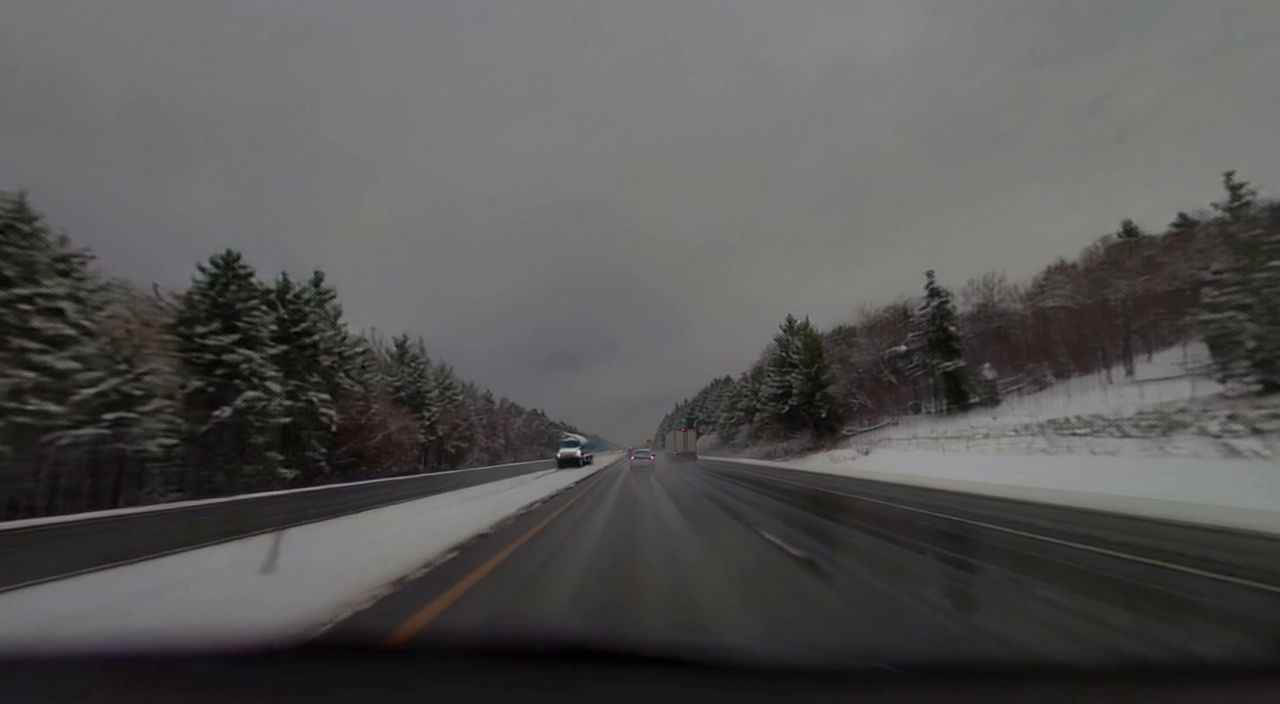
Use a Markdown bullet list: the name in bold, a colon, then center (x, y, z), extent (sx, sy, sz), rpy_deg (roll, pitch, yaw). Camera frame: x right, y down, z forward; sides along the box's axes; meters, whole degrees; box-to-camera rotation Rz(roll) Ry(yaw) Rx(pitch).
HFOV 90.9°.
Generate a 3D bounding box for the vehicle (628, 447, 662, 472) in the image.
- **vehicle**: center (0.285, 6.419, 37.781), extent (1.926, 1.386, 3.615), rpy_deg (0, -9, 0)
